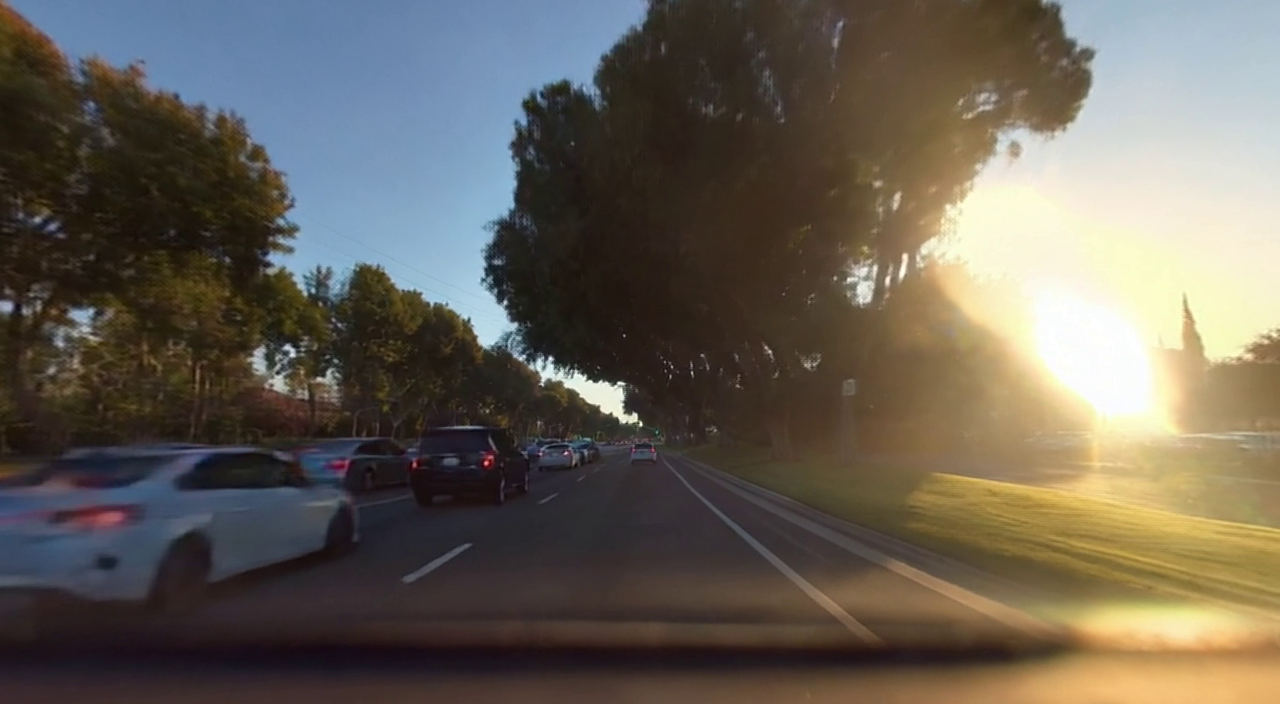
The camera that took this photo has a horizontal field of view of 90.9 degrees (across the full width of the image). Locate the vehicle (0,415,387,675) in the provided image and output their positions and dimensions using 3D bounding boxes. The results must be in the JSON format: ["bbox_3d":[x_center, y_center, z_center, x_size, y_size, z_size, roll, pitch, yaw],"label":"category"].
[{"bbox_3d":[-4.266,1.408,5.804,1.975,1.447,4.356,0,-8,1],"label":"vehicle"}]

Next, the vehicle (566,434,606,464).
[{"bbox_3d":[-3.510,6.449,42.024,2.242,1.852,5.201,0,-8,0],"label":"vehicle"}]

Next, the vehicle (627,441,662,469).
[{"bbox_3d":[0.268,5.774,35.609,1.875,1.453,3.888,0,-8,0],"label":"vehicle"}]

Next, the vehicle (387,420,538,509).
[{"bbox_3d":[-3.944,2.589,15.061,2.130,1.749,4.904,0,-8,1],"label":"vehicle"}]

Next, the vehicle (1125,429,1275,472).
[{"bbox_3d":[27.309,4.806,30.909,5.193,1.955,2.249,-1,-7,-1],"label":"vehicle"}]

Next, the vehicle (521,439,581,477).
[{"bbox_3d":[-3.736,4.521,27.199,1.952,1.471,4.334,0,-8,1],"label":"vehicle"}]
